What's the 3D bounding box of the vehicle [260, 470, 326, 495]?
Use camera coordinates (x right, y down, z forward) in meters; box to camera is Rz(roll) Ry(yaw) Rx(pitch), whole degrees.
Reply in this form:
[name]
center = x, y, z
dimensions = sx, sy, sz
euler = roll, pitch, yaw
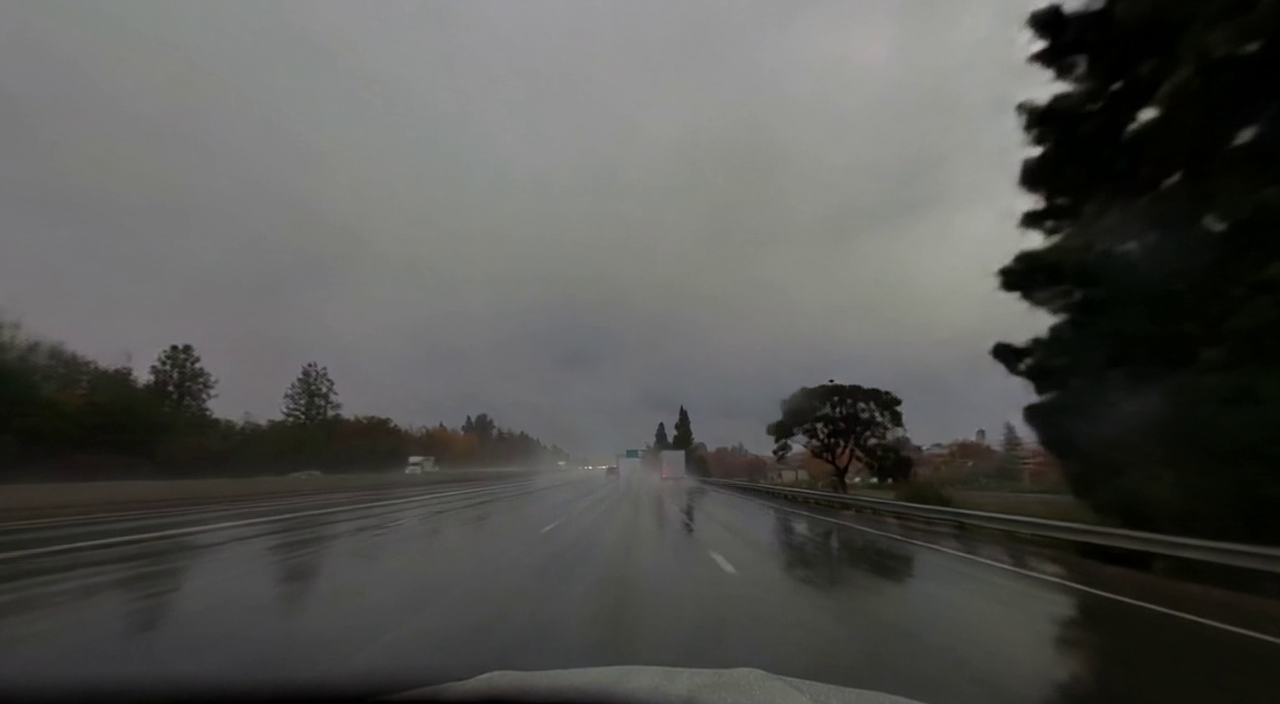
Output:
[vehicle]
center = -23.082, 8.691, 42.138
dimensions = 1.841, 1.467, 4.535
euler = 1, -10, 0
